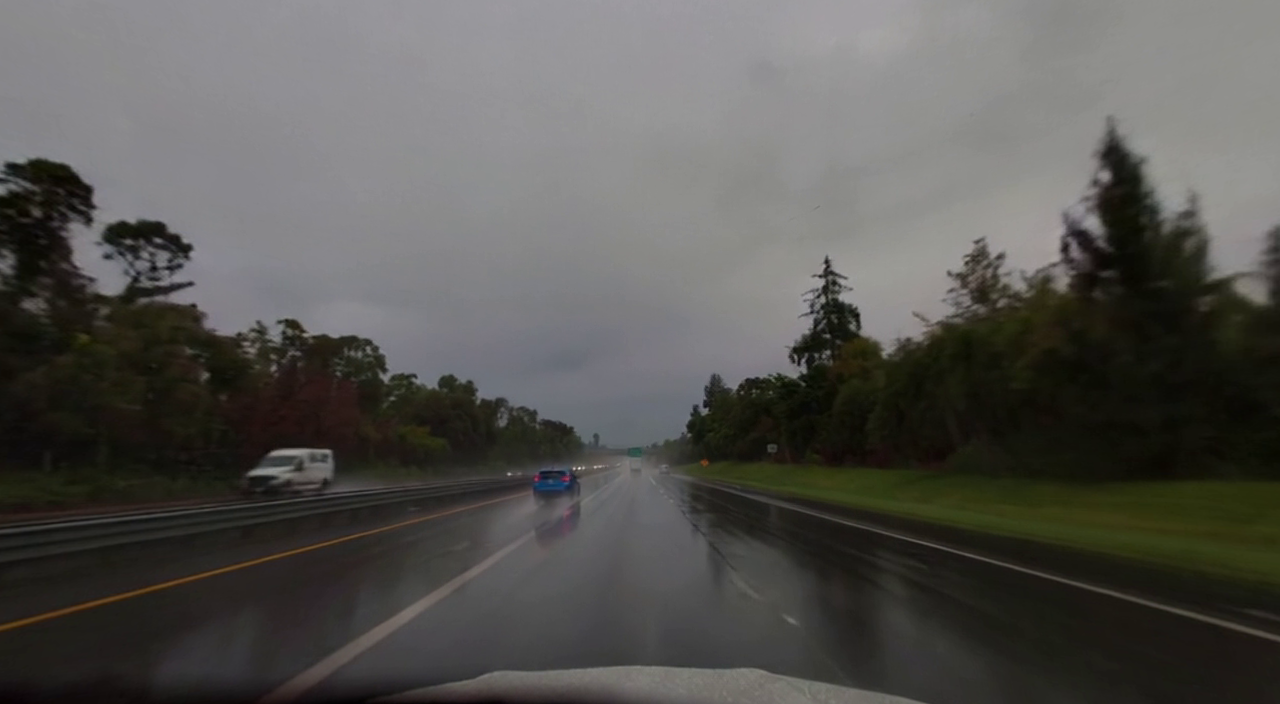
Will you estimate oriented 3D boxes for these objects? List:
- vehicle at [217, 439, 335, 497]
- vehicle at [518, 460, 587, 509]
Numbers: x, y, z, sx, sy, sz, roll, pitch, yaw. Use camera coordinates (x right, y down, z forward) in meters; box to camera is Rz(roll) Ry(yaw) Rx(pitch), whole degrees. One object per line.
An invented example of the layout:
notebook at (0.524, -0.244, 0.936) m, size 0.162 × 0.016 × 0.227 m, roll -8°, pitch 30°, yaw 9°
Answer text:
vehicle at (-19.369, 6.287, 34.054) m, size 2.562 × 2.777 × 6.237 m, roll -1°, pitch -11°, yaw 0°
vehicle at (-2.983, 4.638, 22.324) m, size 1.797 × 1.532 × 4.072 m, roll 1°, pitch -10°, yaw 1°
